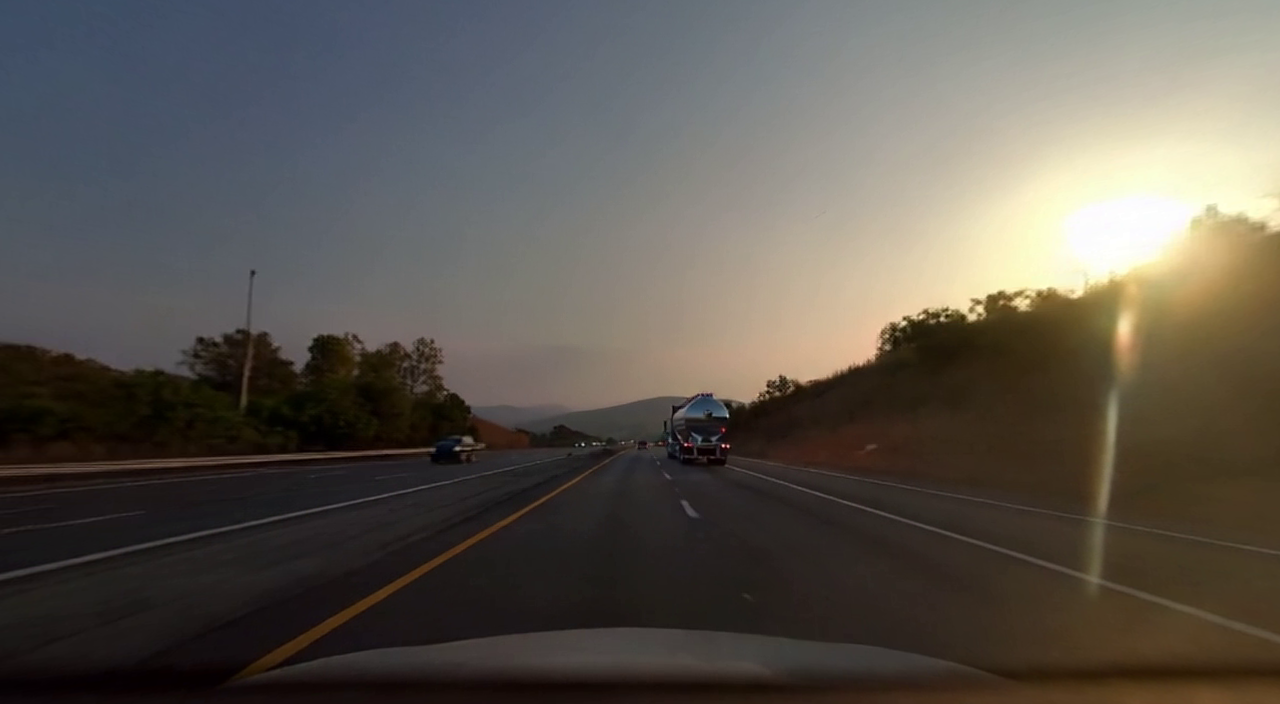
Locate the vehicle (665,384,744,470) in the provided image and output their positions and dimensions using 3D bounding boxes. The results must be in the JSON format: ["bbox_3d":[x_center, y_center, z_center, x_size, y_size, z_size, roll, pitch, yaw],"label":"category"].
[{"bbox_3d":[3.049,4.061,33.356,2.946,3.745,11.516,0,-8,0],"label":"vehicle"}]

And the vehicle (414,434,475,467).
[{"bbox_3d":[-11.920,6.024,38.769,2.110,1.862,4.998,0,-8,0],"label":"vehicle"}]
